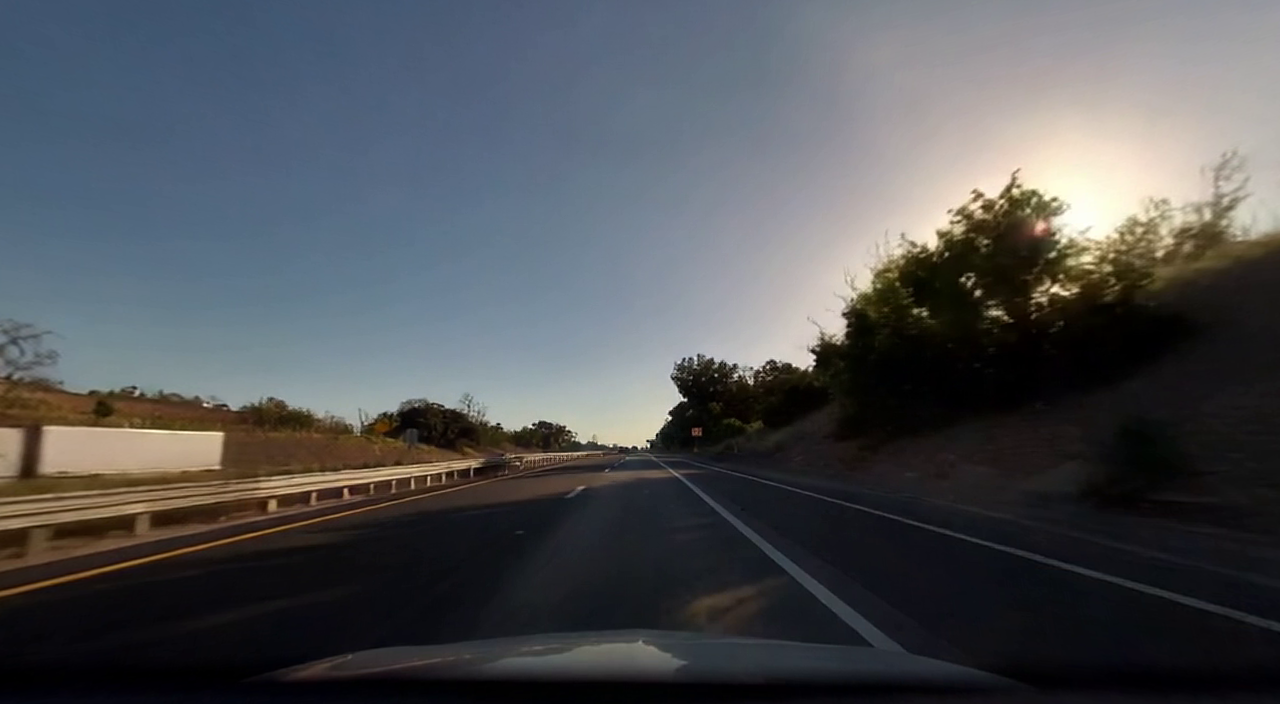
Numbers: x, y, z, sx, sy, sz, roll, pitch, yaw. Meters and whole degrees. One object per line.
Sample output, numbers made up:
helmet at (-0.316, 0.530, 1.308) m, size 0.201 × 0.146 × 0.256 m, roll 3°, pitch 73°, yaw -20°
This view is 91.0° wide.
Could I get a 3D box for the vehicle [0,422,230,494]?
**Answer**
vehicle at (-36.422, 7.447, 45.091) m, size 2.972 × 4.186 × 16.376 m, roll 0°, pitch -9°, yaw 1°
